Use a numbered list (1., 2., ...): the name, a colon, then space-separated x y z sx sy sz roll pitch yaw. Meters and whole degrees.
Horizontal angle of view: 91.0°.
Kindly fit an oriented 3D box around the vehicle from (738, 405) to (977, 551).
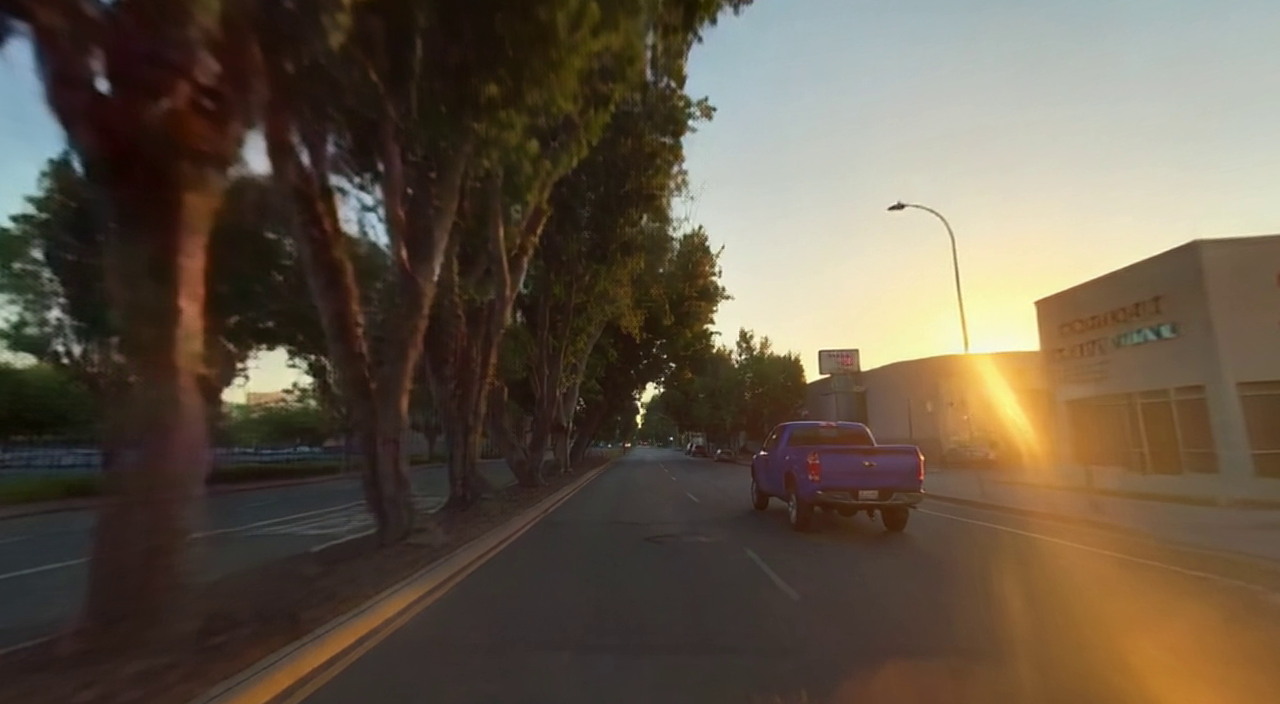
1. vehicle: 3.166 1.992 10.689 2.085 1.828 5.383 0 -8 0

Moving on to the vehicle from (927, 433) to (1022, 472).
1. vehicle: 15.892 4.817 30.252 1.952 1.691 4.743 0 -8 0

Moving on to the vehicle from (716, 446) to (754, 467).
1. vehicle: 7.205 7.984 48.321 2.108 1.503 5.000 0 -8 0
